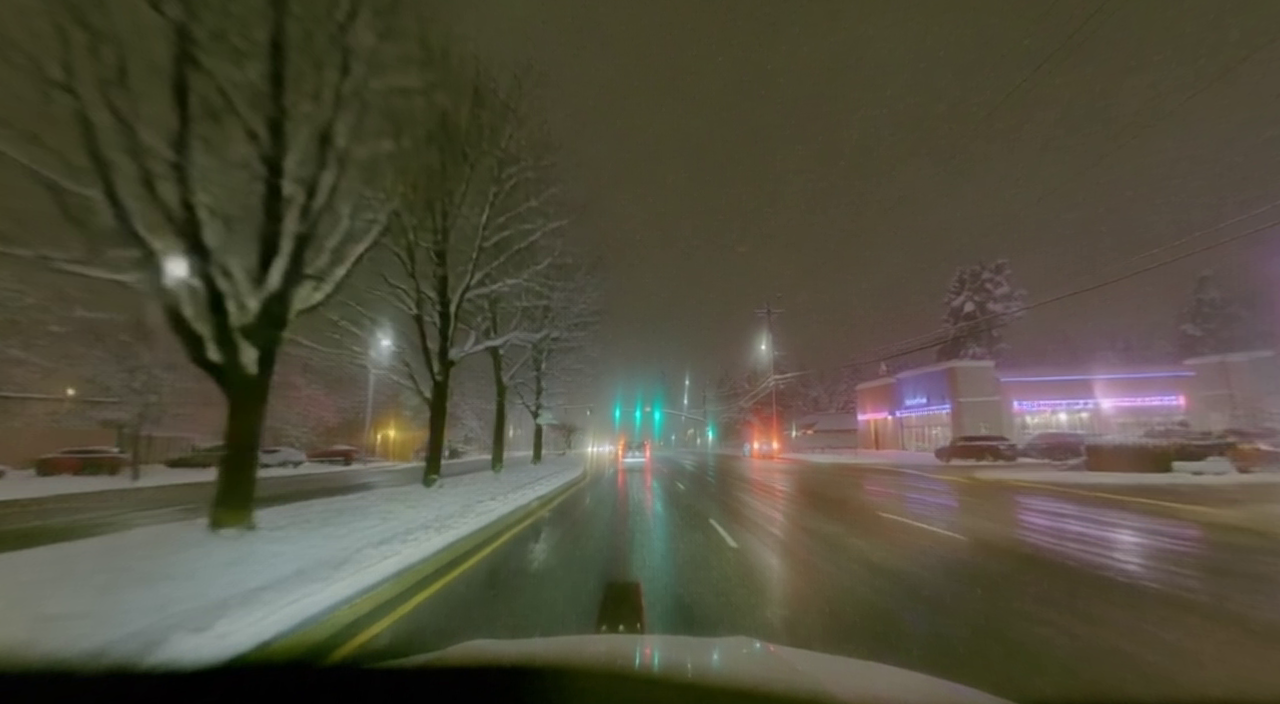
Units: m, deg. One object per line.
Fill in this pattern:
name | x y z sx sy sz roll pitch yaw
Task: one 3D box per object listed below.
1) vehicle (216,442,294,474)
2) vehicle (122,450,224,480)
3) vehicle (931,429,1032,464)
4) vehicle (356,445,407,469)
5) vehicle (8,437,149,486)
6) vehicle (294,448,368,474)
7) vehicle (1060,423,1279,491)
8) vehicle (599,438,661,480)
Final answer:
vehicle | -24.301 6.683 40.104 1.985 1.821 4.774 0 -8 0
vehicle | -24.771 5.972 33.752 1.893 1.451 4.809 0 -8 -2
vehicle | 18.729 5.234 35.061 2.253 1.771 5.722 0 -8 -2
vehicle | -19.294 7.787 47.288 1.896 1.620 4.542 -2 -8 0
vehicle | -24.711 4.811 28.123 2.003 1.958 4.810 0 -8 -4
vehicle | -19.423 6.829 39.969 2.083 1.481 5.103 0 -8 0
vehicle | 15.939 3.193 19.476 2.377 1.783 5.145 0 -8 0
vehicle | -0.398 4.070 24.325 2.185 1.473 3.925 0 -8 -2
